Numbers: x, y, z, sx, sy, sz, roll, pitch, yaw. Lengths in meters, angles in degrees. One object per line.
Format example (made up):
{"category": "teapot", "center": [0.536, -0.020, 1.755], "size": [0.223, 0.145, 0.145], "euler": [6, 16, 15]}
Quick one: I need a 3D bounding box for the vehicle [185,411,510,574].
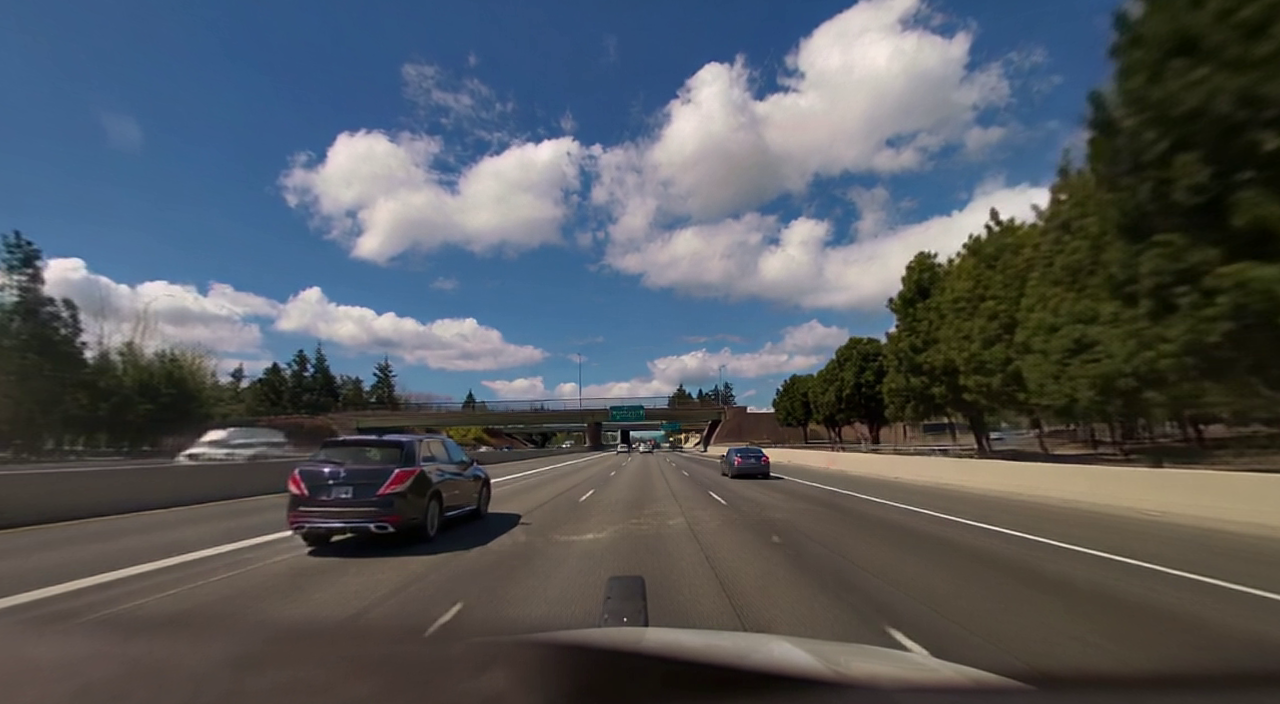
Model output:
{"category": "vehicle", "center": [-3.609, 1.844, 9.189], "size": [2.259, 1.706, 4.924], "euler": [0, -8, 2]}

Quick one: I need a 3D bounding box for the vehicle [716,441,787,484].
{"category": "vehicle", "center": [4.148, 4.161, 24.181], "size": [1.908, 1.483, 4.259], "euler": [0, -8, -1]}

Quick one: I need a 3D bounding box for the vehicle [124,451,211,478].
{"category": "vehicle", "center": [-28.670, 6.838, 38.479], "size": [1.836, 1.466, 4.382], "euler": [0, -8, 1]}
